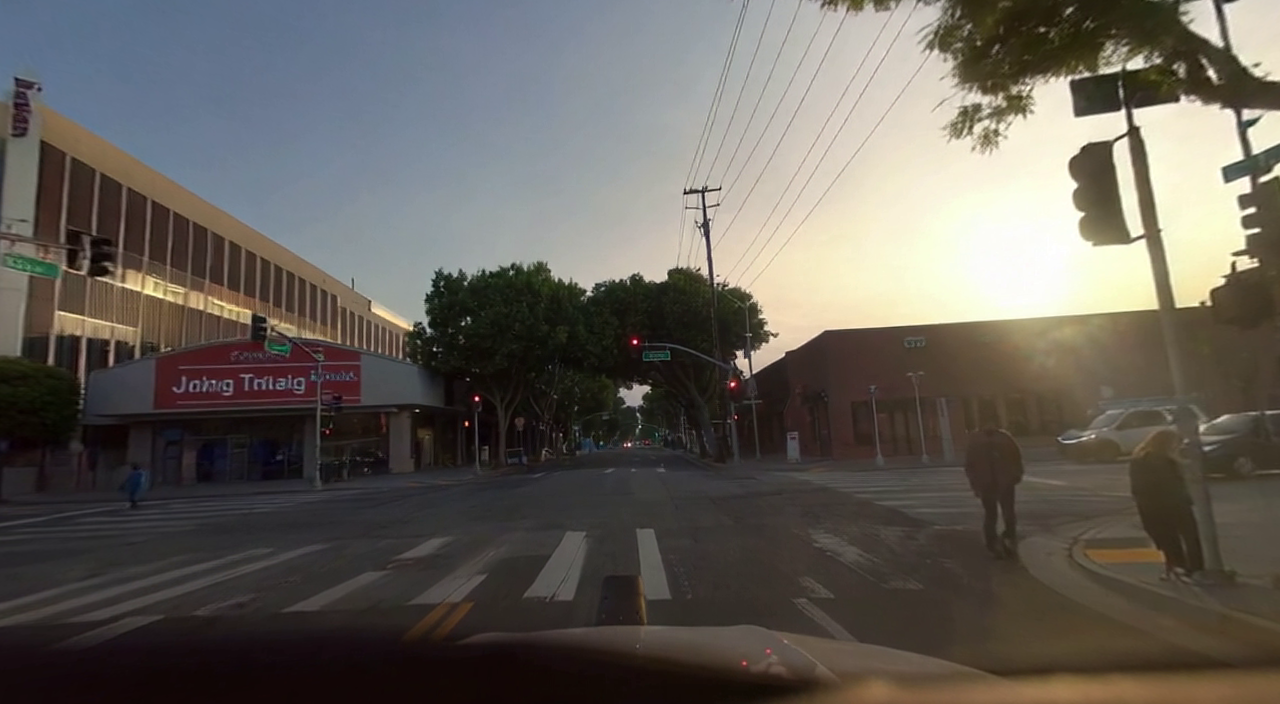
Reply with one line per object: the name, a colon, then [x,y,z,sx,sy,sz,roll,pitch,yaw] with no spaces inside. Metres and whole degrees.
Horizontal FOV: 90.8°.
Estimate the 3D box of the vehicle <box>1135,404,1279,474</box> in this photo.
vehicle: [14.450,2.003,14.460,4.632,1.484,1.907,0,-8,-1]
